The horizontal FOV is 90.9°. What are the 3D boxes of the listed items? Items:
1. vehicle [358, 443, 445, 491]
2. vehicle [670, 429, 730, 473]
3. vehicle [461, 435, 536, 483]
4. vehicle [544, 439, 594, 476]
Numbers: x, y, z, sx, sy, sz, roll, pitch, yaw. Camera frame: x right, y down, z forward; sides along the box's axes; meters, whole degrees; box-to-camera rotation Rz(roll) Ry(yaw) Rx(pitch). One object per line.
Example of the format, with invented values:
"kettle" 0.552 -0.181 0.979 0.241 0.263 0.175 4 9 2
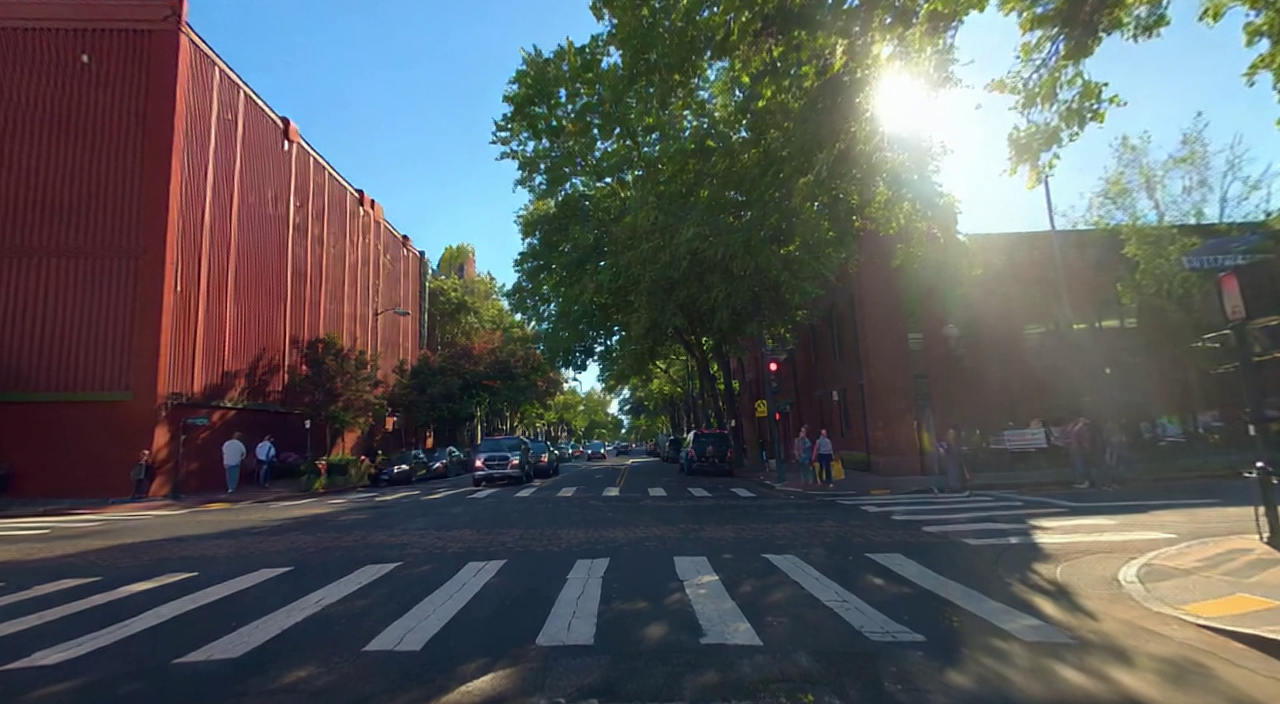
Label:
"vehicle" -9.909 4.755 26.604 2.216 1.804 4.526 1 -8 -5
"vehicle" 3.096 5.313 34.088 2.557 2.188 5.164 0 -8 -2
"vehicle" -5.972 4.570 27.274 2.242 1.887 4.924 0 -8 -2
"vehicle" -3.285 4.962 29.816 2.033 1.596 4.142 0 -8 -2
